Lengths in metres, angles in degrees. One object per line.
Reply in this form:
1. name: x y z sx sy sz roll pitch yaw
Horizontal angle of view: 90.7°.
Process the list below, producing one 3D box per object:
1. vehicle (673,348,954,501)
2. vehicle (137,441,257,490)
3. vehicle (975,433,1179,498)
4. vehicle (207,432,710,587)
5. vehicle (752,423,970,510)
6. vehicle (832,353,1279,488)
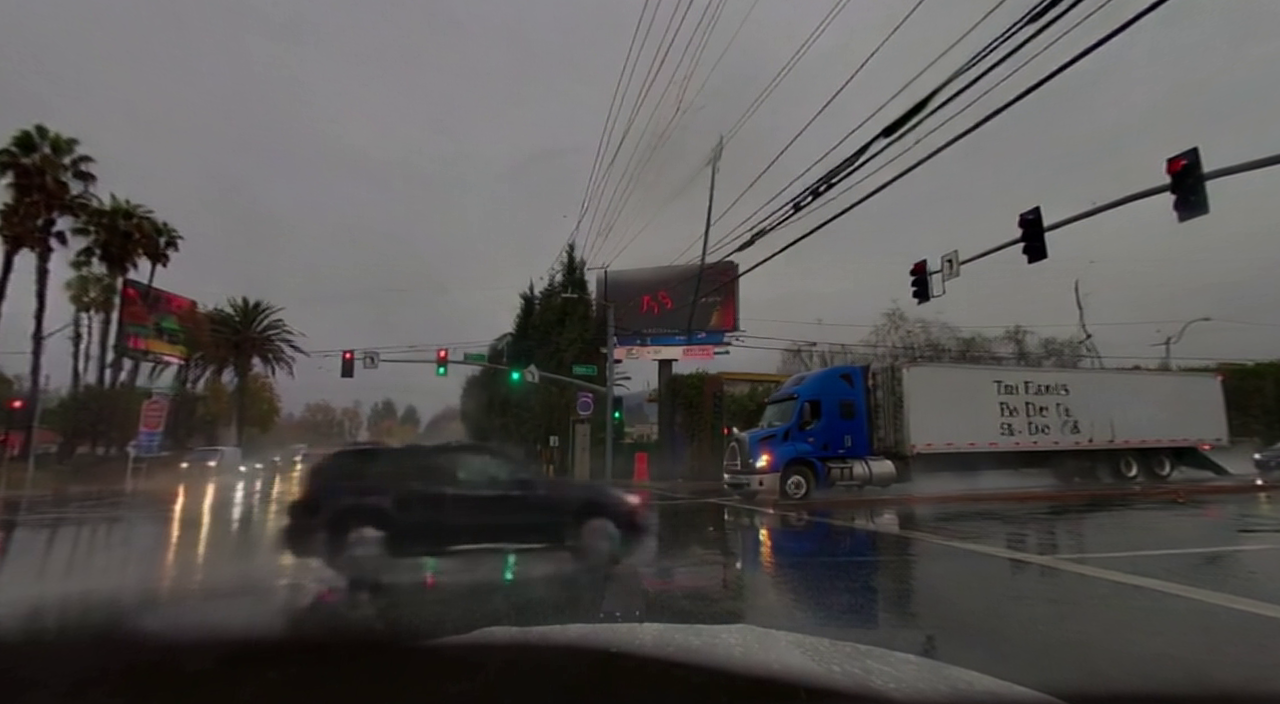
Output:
1. vehicle: 5.431 2.375 20.501 8.167 4.352 3.029 2 -9 -14
2. vehicle: -25.193 6.434 36.418 2.989 2.573 6.053 1 -9 -7
3. vehicle: 12.878 3.336 18.756 4.958 1.510 1.949 -1 -10 -13
4. vehicle: -1.918 1.762 7.773 5.114 1.492 2.040 2 -9 -13
5. vehicle: 5.952 3.104 17.345 5.079 1.893 2.200 -1 -10 -14
6. vehicle: 15.533 2.572 23.010 17.071 4.151 2.876 2 -9 -14
